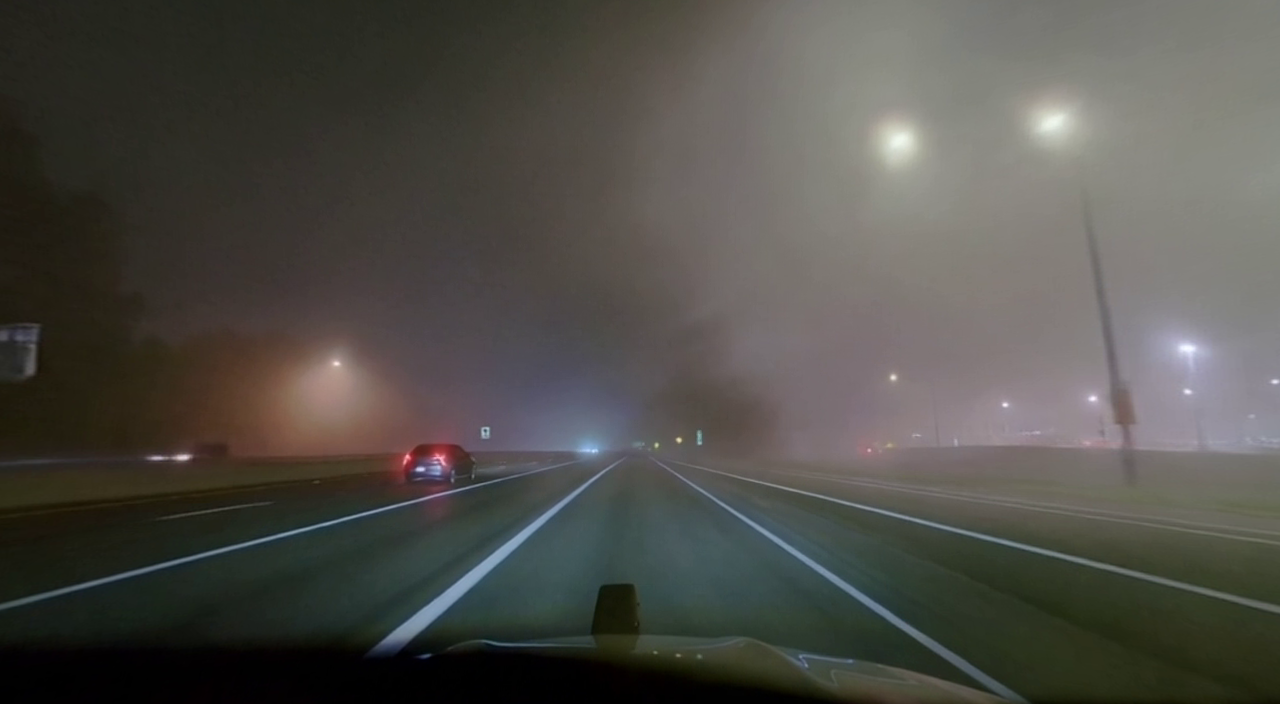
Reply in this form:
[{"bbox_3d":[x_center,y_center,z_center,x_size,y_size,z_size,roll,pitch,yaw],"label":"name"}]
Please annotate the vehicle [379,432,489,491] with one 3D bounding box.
[{"bbox_3d":[-7.052,3.792,22.280,2.231,1.807,4.758,0,-8,0],"label":"vehicle"}]
